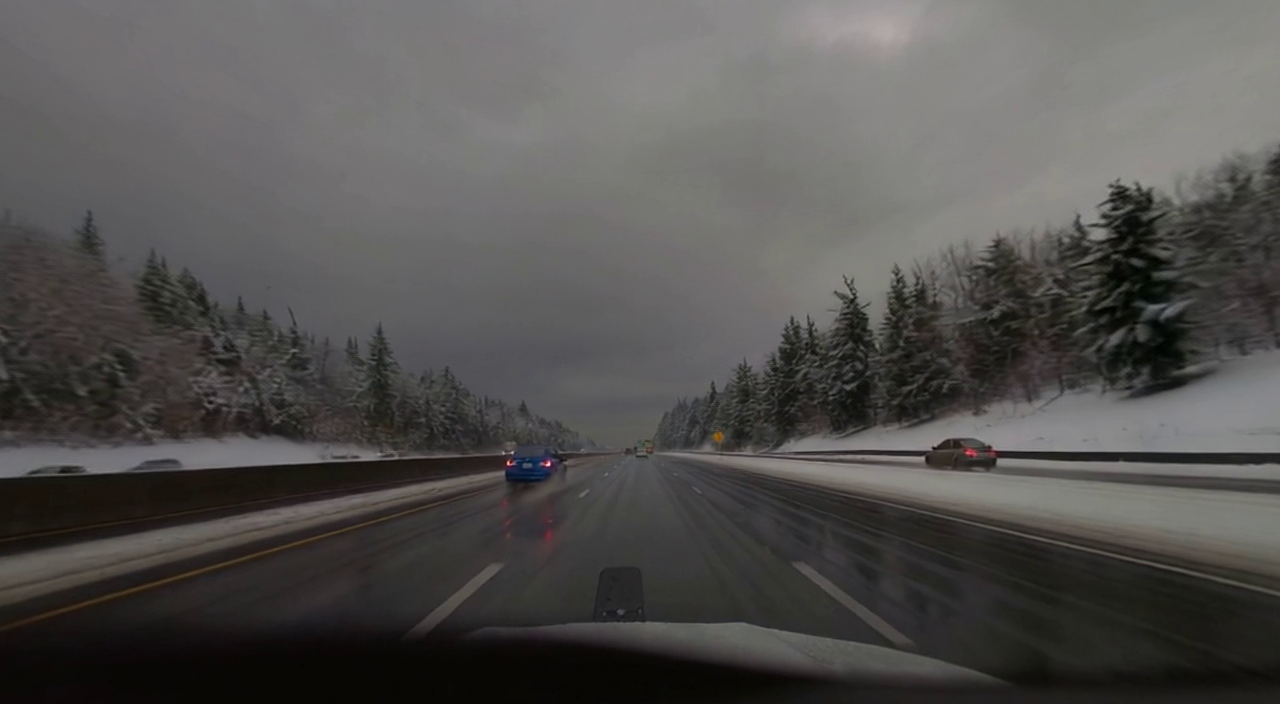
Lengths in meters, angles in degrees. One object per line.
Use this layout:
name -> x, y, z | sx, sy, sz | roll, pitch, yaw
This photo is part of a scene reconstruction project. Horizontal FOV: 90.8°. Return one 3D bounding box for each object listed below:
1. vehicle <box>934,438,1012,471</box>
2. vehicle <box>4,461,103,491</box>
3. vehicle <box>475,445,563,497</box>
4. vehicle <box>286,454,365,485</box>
vehicle -> 18.497, 5.718, 35.310 | 1.925, 1.648, 4.367 | 0, -9, -1
vehicle -> -31.112, 6.553, 33.609 | 1.737, 1.436, 3.586 | 0, -9, 0
vehicle -> -3.675, 3.698, 20.081 | 1.873, 1.438, 4.546 | -1, -9, 0
vehicle -> -16.619, 6.206, 33.619 | 1.856, 1.448, 4.515 | 0, -9, 0
